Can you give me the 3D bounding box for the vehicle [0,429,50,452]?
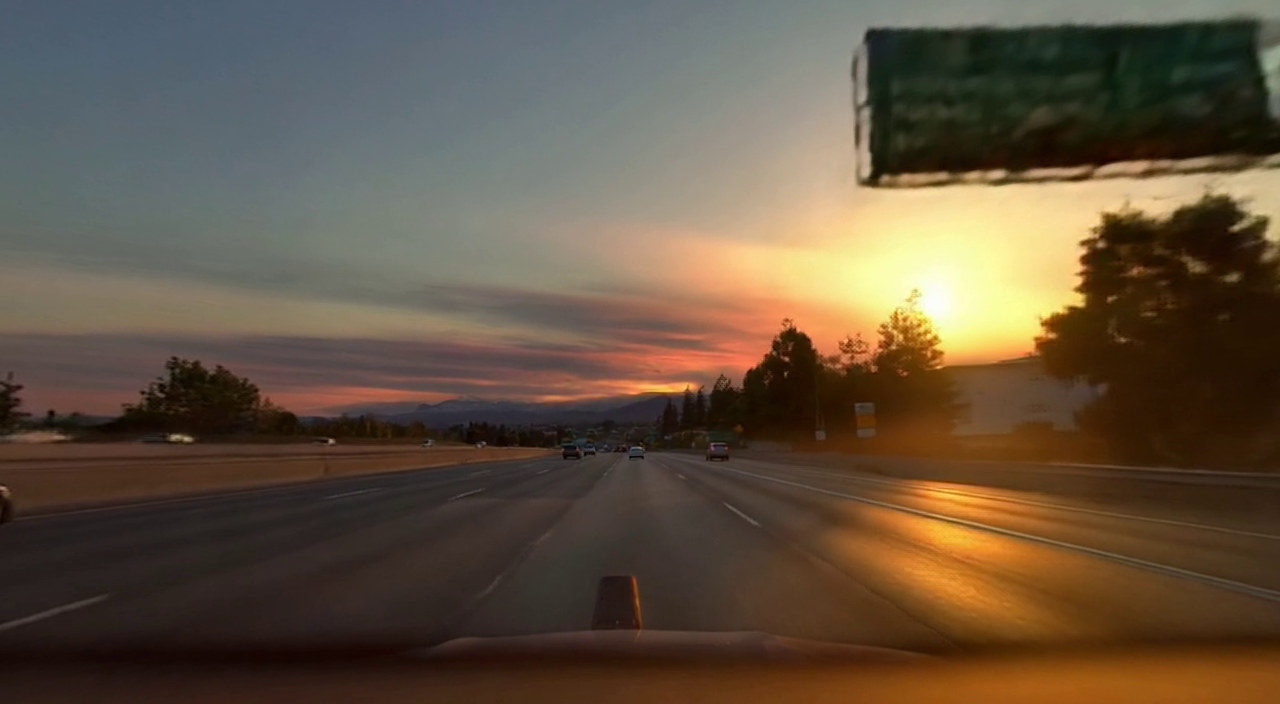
[{"bbox_3d":[-48.441,6.710,47.881,2.025,1.701,5.588,0,-9,0],"label":"vehicle"}]
